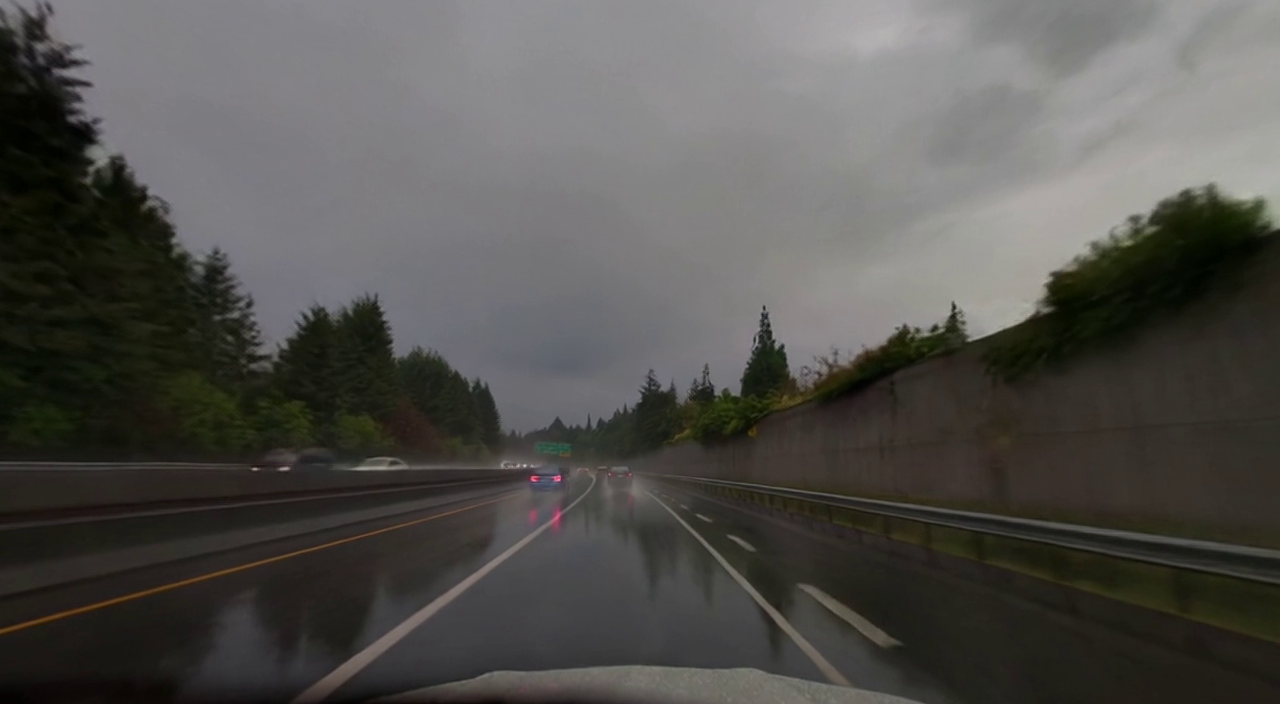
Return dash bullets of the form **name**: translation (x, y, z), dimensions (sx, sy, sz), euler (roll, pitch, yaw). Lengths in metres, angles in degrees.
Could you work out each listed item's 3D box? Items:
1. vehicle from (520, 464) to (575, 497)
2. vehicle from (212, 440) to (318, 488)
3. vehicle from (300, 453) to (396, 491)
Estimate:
- **vehicle**: translation (-4.654, 6.595, 32.500), dimensions (2.310, 1.521, 4.731), euler (1, -11, -2)
- **vehicle**: translation (-16.450, 5.003, 27.952), dimensions (1.896, 1.914, 4.519), euler (1, -11, -1)
- **vehicle**: translation (-12.626, 5.259, 27.661), dimensions (1.971, 1.512, 4.738), euler (1, -11, -1)
